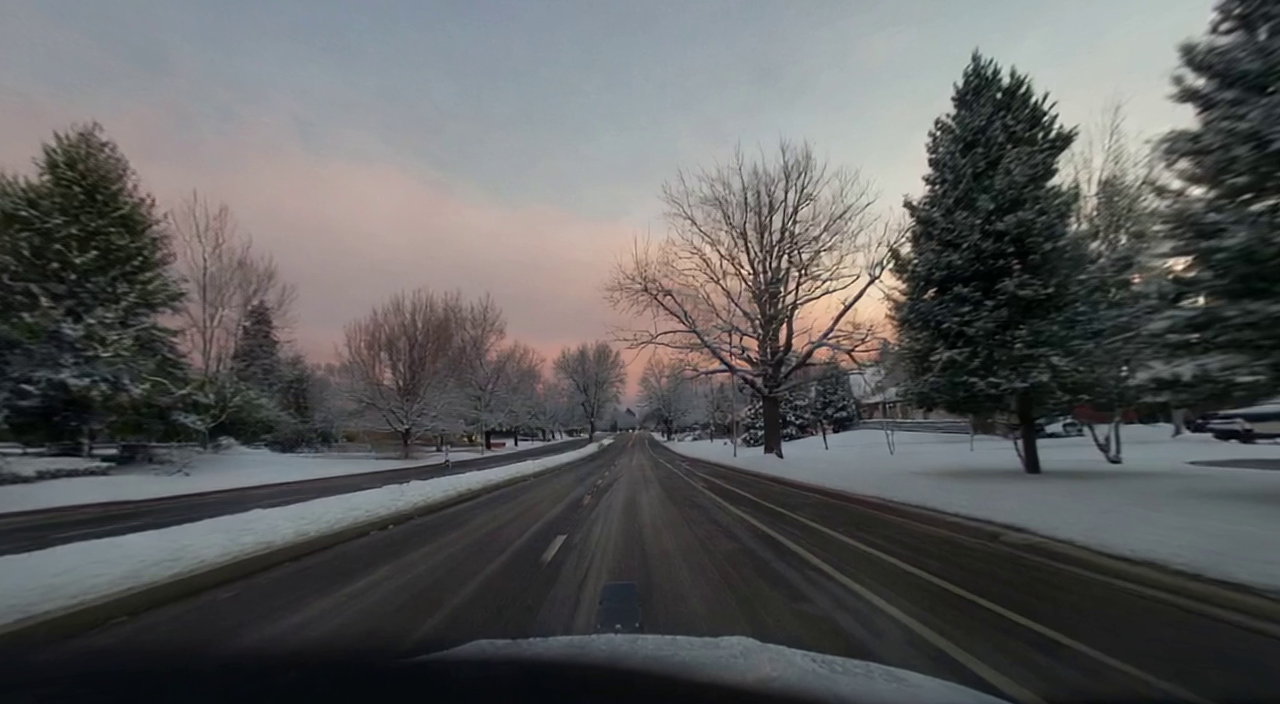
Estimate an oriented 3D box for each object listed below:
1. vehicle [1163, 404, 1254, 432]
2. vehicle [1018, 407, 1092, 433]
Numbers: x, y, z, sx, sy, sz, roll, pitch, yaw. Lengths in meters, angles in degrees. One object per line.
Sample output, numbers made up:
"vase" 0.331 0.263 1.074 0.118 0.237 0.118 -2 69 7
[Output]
"vehicle" 37.098 4.375 41.398 1.838 1.508 4.463 -3 -9 1
"vehicle" 28.155 4.685 43.067 1.797 1.563 4.669 0 -8 0
